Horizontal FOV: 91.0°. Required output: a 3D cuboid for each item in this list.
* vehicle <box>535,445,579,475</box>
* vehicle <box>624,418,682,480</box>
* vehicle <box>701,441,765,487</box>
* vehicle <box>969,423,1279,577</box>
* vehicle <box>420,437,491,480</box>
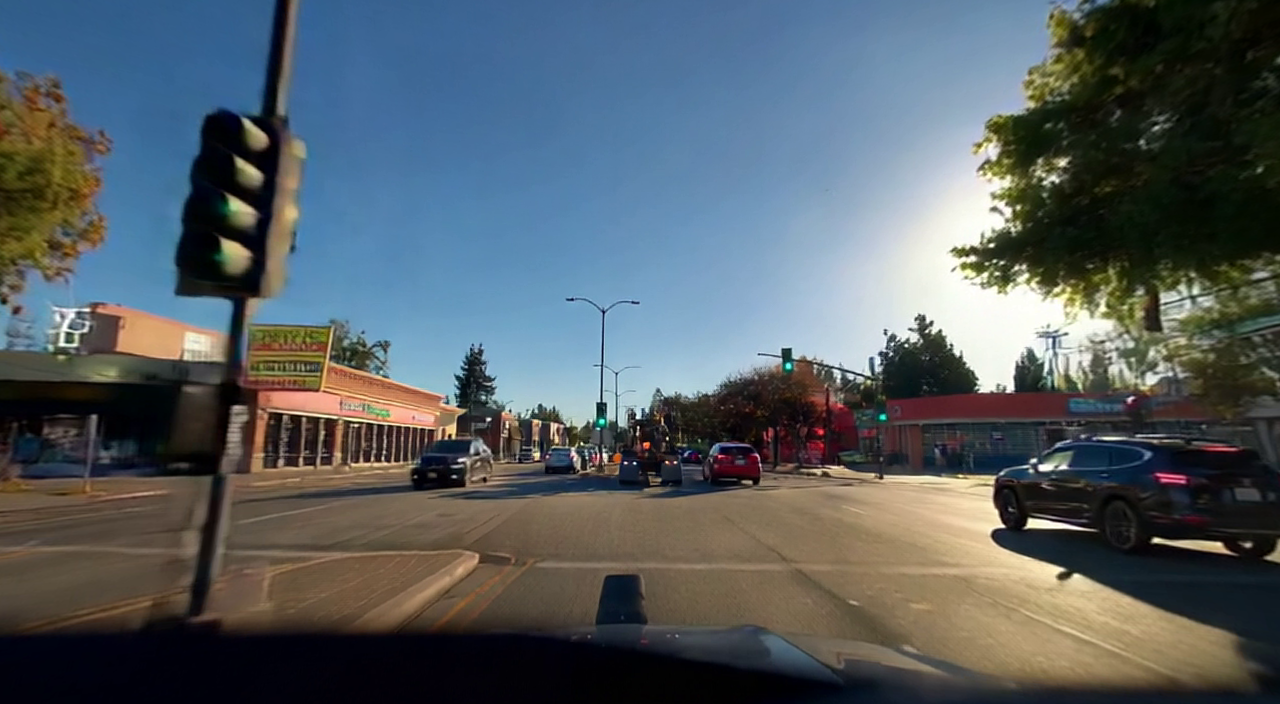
[{"bbox_3d":[-4.587,6.023,35.417,2.001,1.518,4.316,0,-8,-1],"label":"vehicle"},{"bbox_3d":[0.517,4.274,27.839,2.370,2.518,3.858,0,-8,0],"label":"vehicle"},{"bbox_3d":[3.812,4.648,26.537,2.025,1.754,4.311,0,-8,0],"label":"vehicle"},{"bbox_3d":[7.079,1.989,9.316,1.982,1.698,4.408,0,-8,0],"label":"vehicle"},{"bbox_3d":[-8.751,5.071,30.336,2.020,1.864,4.634,0,-8,0],"label":"vehicle"}]
